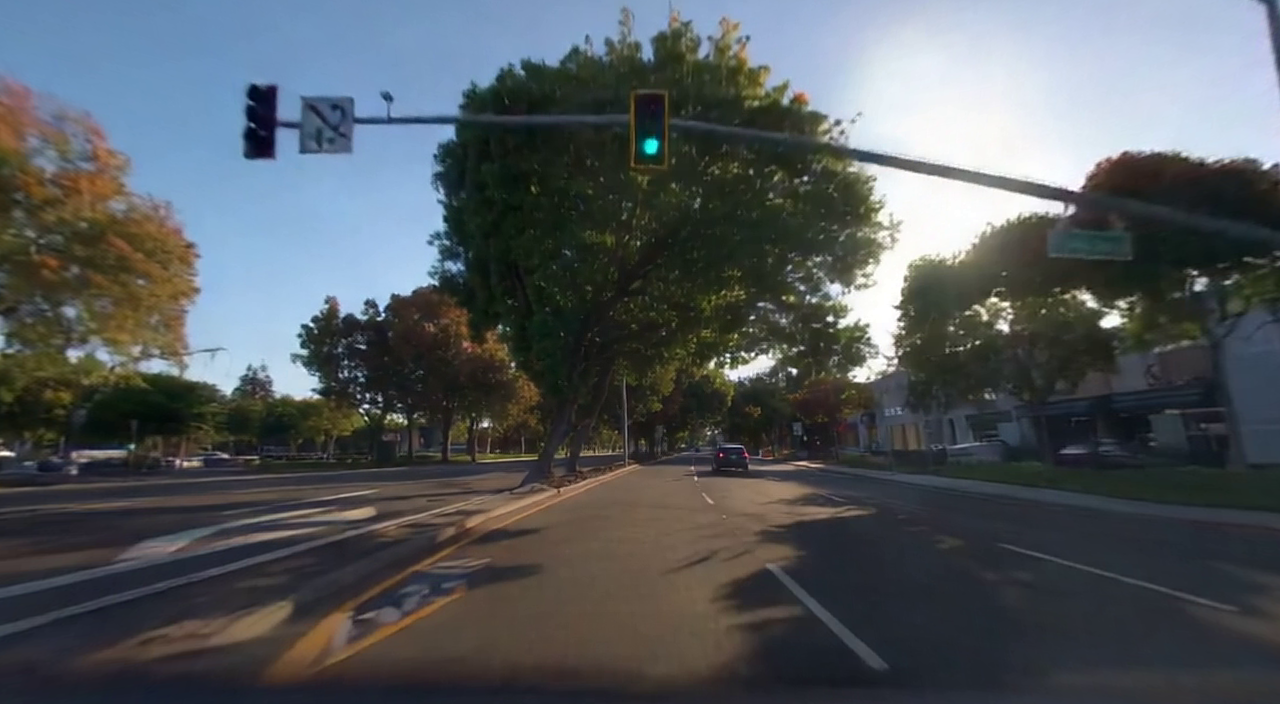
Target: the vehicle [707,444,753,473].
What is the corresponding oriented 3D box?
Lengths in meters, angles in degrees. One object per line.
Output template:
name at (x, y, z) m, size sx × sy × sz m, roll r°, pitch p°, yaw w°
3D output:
vehicle at (4.911, 5.891, 34.928) m, size 2.015 × 1.479 × 4.444 m, roll 0°, pitch -9°, yaw 2°
